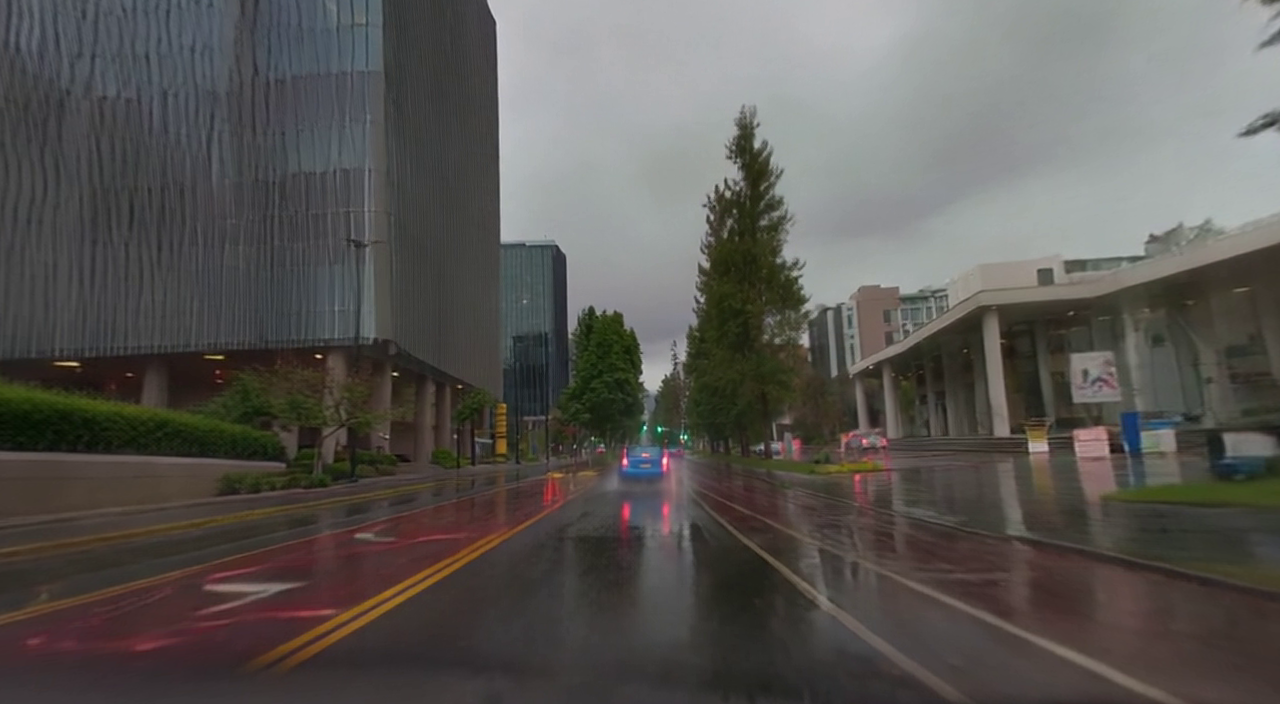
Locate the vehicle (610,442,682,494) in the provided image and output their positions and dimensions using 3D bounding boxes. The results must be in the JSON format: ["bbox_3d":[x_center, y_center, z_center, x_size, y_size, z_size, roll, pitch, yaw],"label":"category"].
[{"bbox_3d":[0.158,3.664,20.246,2.063,1.442,4.135,0,-9,0],"label":"vehicle"}]

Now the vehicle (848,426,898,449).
[{"bbox_3d":[15.780,5.834,42.824,1.979,1.460,3.848,-1,-9,2],"label":"vehicle"}]
